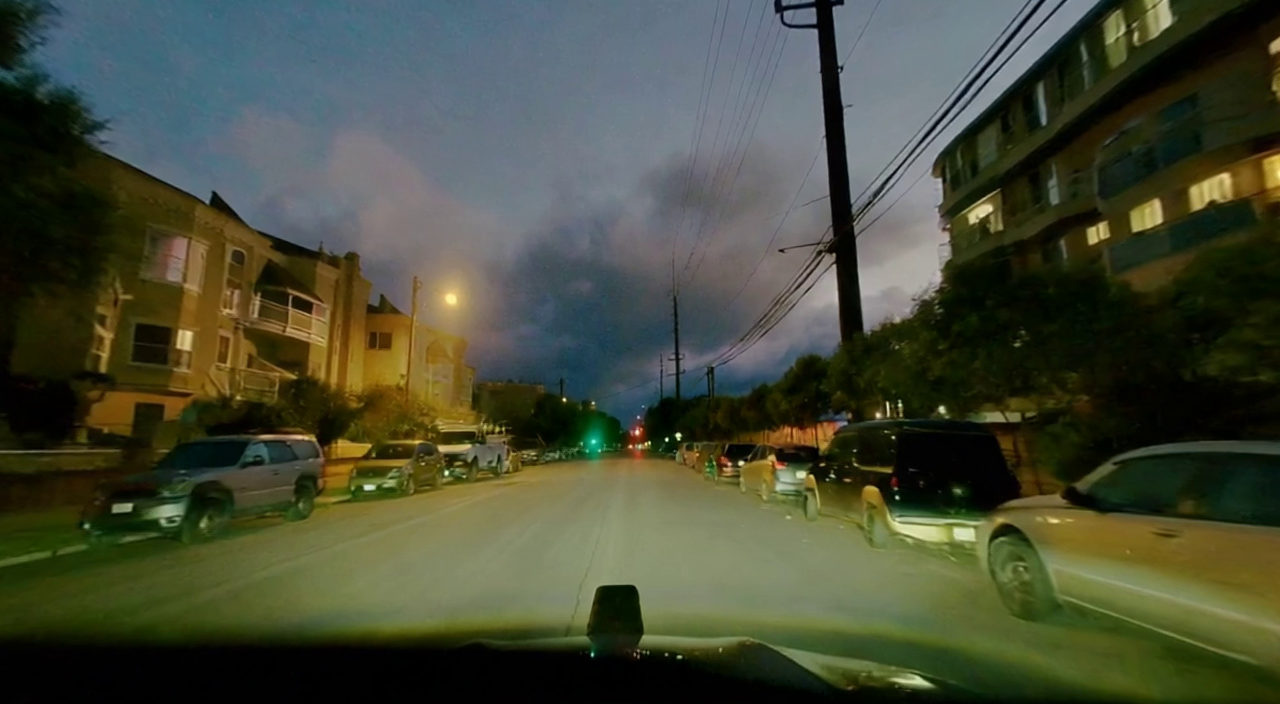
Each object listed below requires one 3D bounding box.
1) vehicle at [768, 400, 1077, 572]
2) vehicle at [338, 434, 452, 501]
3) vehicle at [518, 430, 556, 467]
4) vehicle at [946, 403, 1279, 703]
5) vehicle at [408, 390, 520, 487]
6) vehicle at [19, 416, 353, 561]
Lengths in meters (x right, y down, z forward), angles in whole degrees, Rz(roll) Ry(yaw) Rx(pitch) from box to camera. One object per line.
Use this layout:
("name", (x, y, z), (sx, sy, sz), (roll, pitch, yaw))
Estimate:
("vehicle", (3.651, 1.842, 9.476), (2.185, 1.888, 4.724), (0, -9, -4))
("vehicle", (-7.747, 3.699, 20.494), (1.955, 1.804, 4.523), (-3, -9, -1))
("vehicle", (-7.213, 6.818, 44.516), (1.889, 2.463, 4.142), (0, -9, 1))
("vehicle", (3.799, 1.067, 3.127), (2.051, 1.550, 4.938), (0, -9, 0))
("vehicle", (-7.542, 3.866, 28.013), (2.901, 3.610, 6.707), (-3, -9, 1))
("vehicle", (-7.592, 2.283, 11.566), (2.209, 2.003, 5.270), (0, -8, -1))
